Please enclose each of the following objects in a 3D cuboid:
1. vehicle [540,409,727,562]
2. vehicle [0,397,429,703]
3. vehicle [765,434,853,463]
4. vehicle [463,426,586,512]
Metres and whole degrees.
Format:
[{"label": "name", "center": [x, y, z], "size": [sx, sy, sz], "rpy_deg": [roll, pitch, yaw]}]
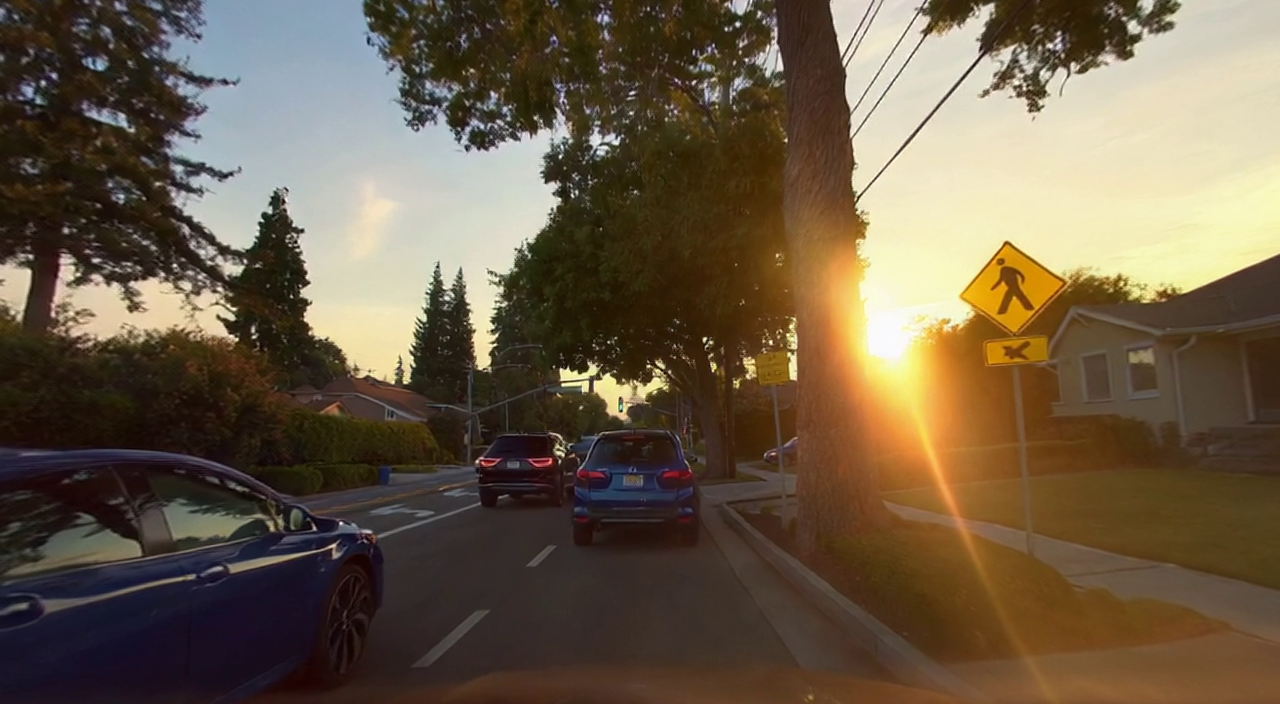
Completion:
[{"label": "vehicle", "center": [-0.057, 1.818, 9.204], "size": [2.120, 1.718, 3.909], "rpy_deg": [0, -9, 1]}, {"label": "vehicle", "center": [-2.868, 1.062, 3.076], "size": [1.968, 1.472, 4.685], "rpy_deg": [0, -9, 1]}, {"label": "vehicle", "center": [9.424, 5.421, 35.395], "size": [4.456, 1.504, 1.914], "rpy_deg": [-1, -9, 4]}, {"label": "vehicle", "center": [-2.554, 2.719, 15.045], "size": [2.000, 1.737, 4.133], "rpy_deg": [0, -9, 2]}]
